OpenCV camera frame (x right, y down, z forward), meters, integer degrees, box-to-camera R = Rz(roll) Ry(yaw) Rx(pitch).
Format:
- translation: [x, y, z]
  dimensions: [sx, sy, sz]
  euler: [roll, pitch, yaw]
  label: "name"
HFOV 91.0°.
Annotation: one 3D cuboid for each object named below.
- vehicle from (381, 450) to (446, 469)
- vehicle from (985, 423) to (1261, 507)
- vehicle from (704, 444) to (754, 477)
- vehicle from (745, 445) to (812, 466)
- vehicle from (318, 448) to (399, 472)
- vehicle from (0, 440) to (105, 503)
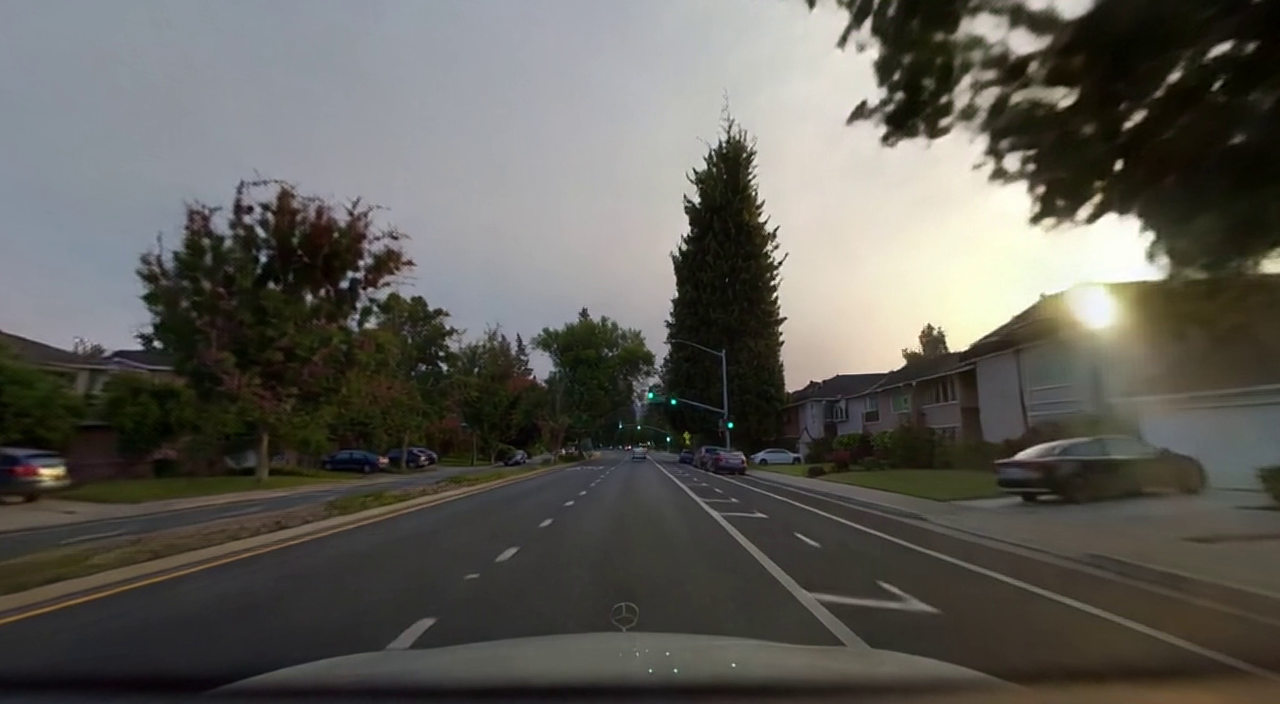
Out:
- translation: [-17.725, 8.423, 49.380]
  dimensions: [4.349, 1.457, 1.997]
  euler: [1, -8, -2]
  label: "vehicle"
- translation: [11.387, 2.693, 15.143]
  dimensions: [4.880, 1.842, 2.069]
  euler: [0, -9, -1]
  label: "vehicle"
- translation: [5.176, 6.331, 37.074]
  dimensions: [2.164, 1.729, 4.488]
  euler: [2, -9, -2]
  label: "vehicle"
- translation: [10.906, 8.190, 49.800]
  dimensions: [4.875, 1.609, 1.954]
  euler: [0, -9, 1]
  label: "vehicle"
- translation: [-18.285, 7.030, 40.955]
  dimensions: [4.355, 1.482, 1.794]
  euler: [0, -9, 0]
  label: "vehicle"
- translation: [-18.400, 3.350, 17.955]
  dimensions: [4.328, 1.674, 1.931]
  euler: [1, -9, -3]
  label: "vehicle"
